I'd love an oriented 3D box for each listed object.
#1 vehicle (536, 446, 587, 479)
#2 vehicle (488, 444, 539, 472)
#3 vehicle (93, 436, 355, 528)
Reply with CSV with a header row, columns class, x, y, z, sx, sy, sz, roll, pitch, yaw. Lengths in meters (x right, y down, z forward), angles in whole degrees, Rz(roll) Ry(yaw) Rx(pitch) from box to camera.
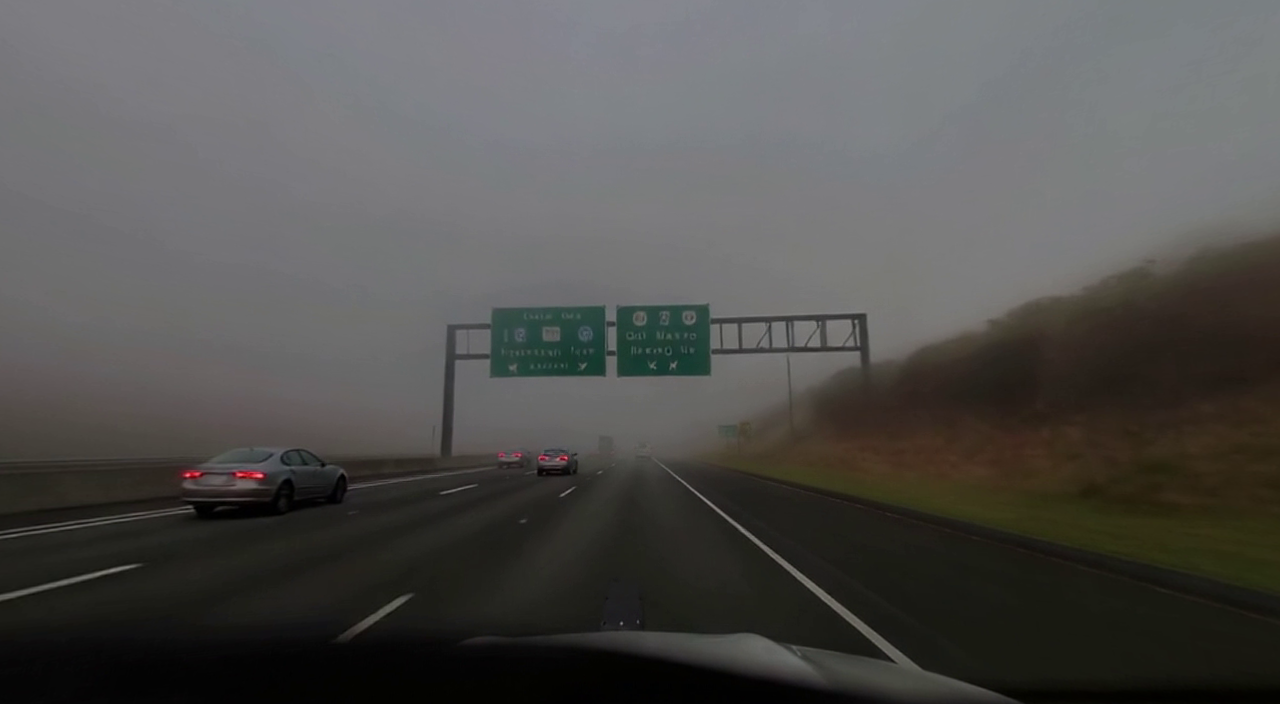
class,x,y,z,sx,sy,sz,roll,pitch,yaw
vehicle,-3.579,5.124,29.453,1.924,1.436,3.915,0,-9,0
vehicle,-7.485,6.296,37.745,2.091,1.558,4.220,0,-9,0
vehicle,-7.936,2.511,12.792,2.009,1.500,4.741,0,-9,1
